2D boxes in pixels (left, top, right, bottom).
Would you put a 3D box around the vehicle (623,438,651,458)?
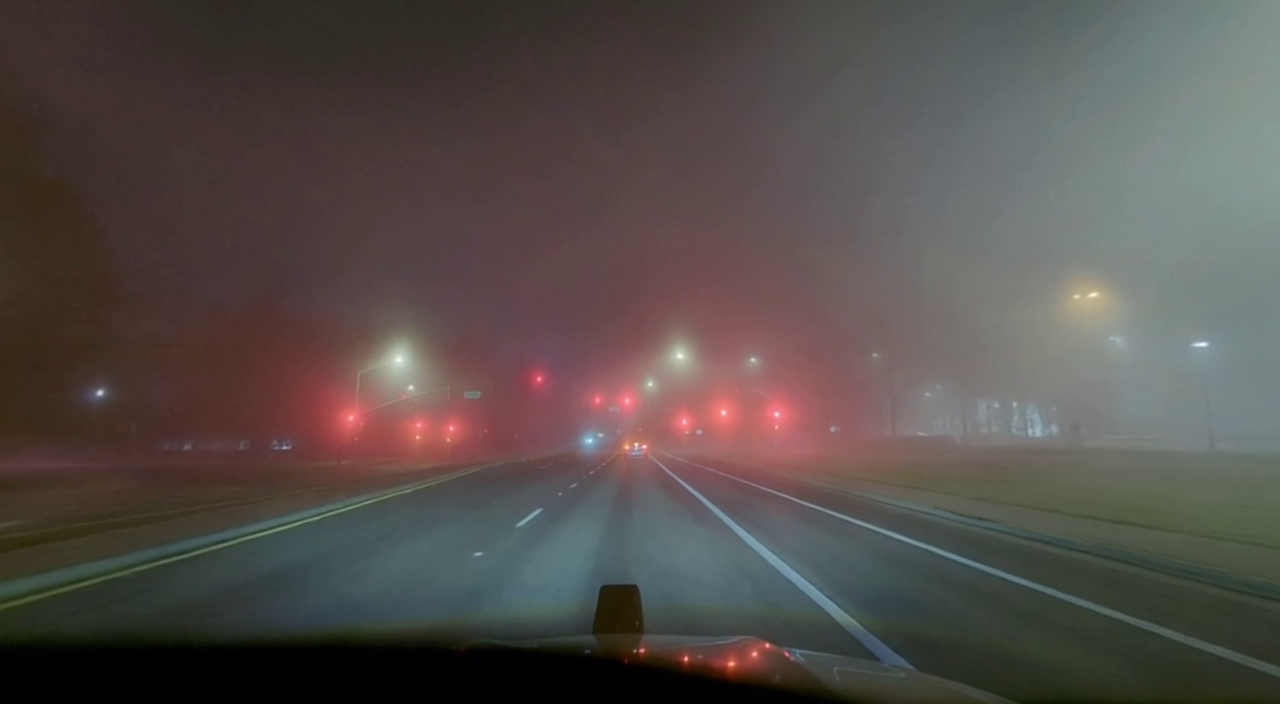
[{"bbox_3d":[-0.246,7.554,49.823,2.107,1.470,3.974,0,-8,-1],"label":"vehicle"}]
